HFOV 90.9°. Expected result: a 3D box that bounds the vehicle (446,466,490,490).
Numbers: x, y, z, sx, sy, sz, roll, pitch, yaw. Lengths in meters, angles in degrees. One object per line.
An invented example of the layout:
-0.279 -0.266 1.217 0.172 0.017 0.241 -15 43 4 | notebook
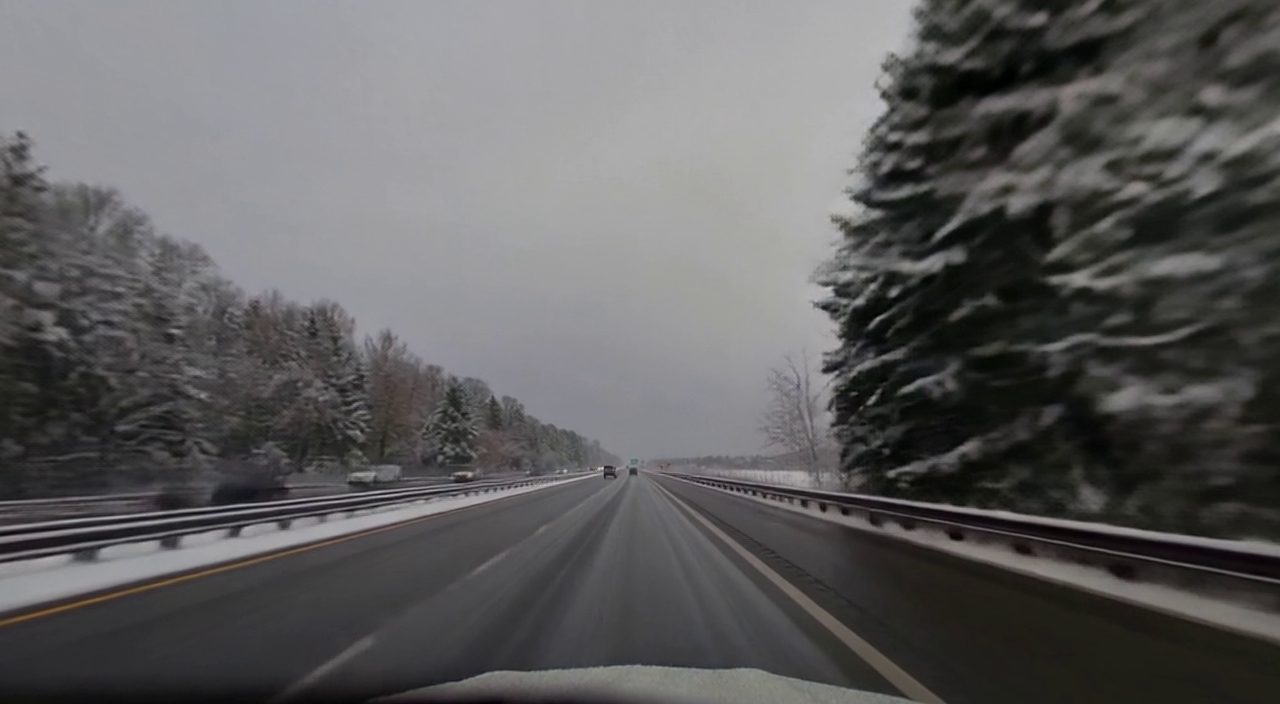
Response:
-12.914 9.463 47.540 2.000 1.682 4.526 1 -11 0 | vehicle

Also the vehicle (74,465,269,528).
-12.652 3.918 17.508 1.932 1.473 4.509 1 -11 0 | vehicle
